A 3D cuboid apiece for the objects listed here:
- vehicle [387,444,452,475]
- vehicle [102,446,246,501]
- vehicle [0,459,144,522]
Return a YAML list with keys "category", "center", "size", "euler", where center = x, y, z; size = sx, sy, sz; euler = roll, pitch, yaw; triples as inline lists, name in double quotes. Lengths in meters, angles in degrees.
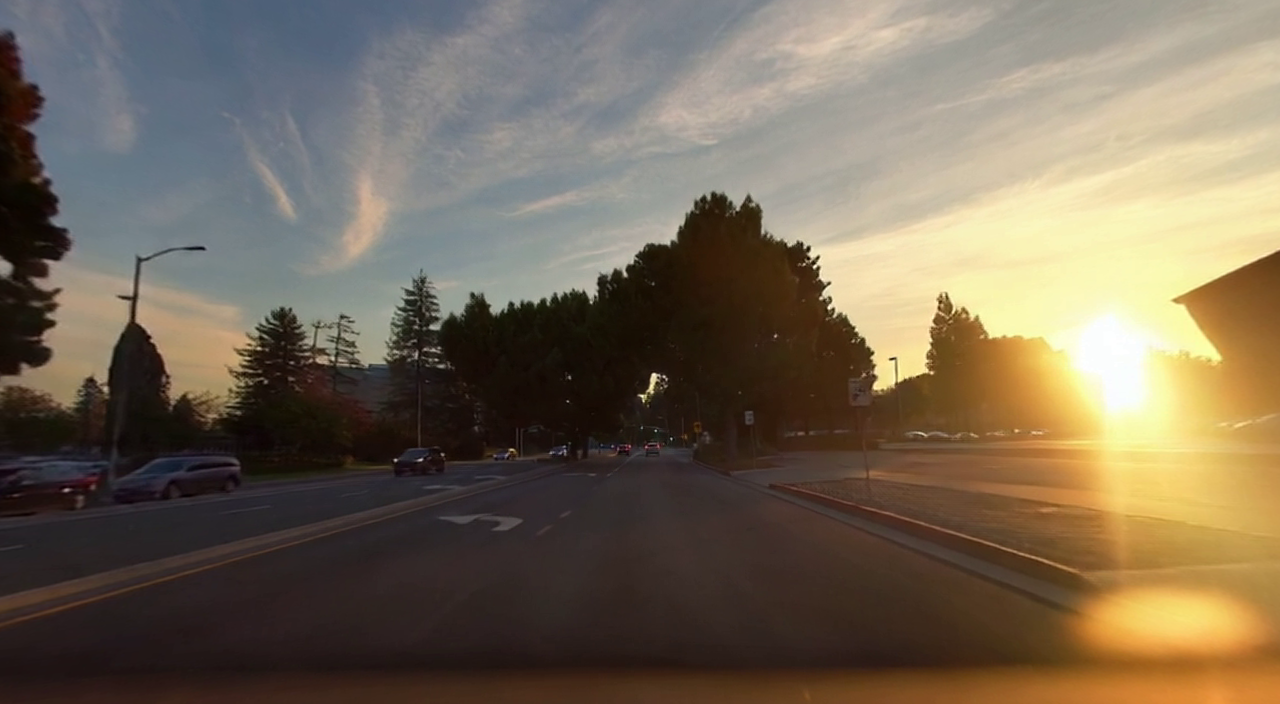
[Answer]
- category: "vehicle"
  center: [-13.353, 6.514, 38.394]
  size: [2.145, 1.754, 4.777]
  euler: [0, -8, 1]
- category: "vehicle"
  center: [-17.295, 4.498, 23.651]
  size: [1.998, 1.724, 4.486]
  euler: [-3, -9, 0]
- category: "vehicle"
  center: [-17.388, 3.903, 18.063]
  size: [1.955, 1.486, 5.112]
  euler: [-1, -8, 2]
